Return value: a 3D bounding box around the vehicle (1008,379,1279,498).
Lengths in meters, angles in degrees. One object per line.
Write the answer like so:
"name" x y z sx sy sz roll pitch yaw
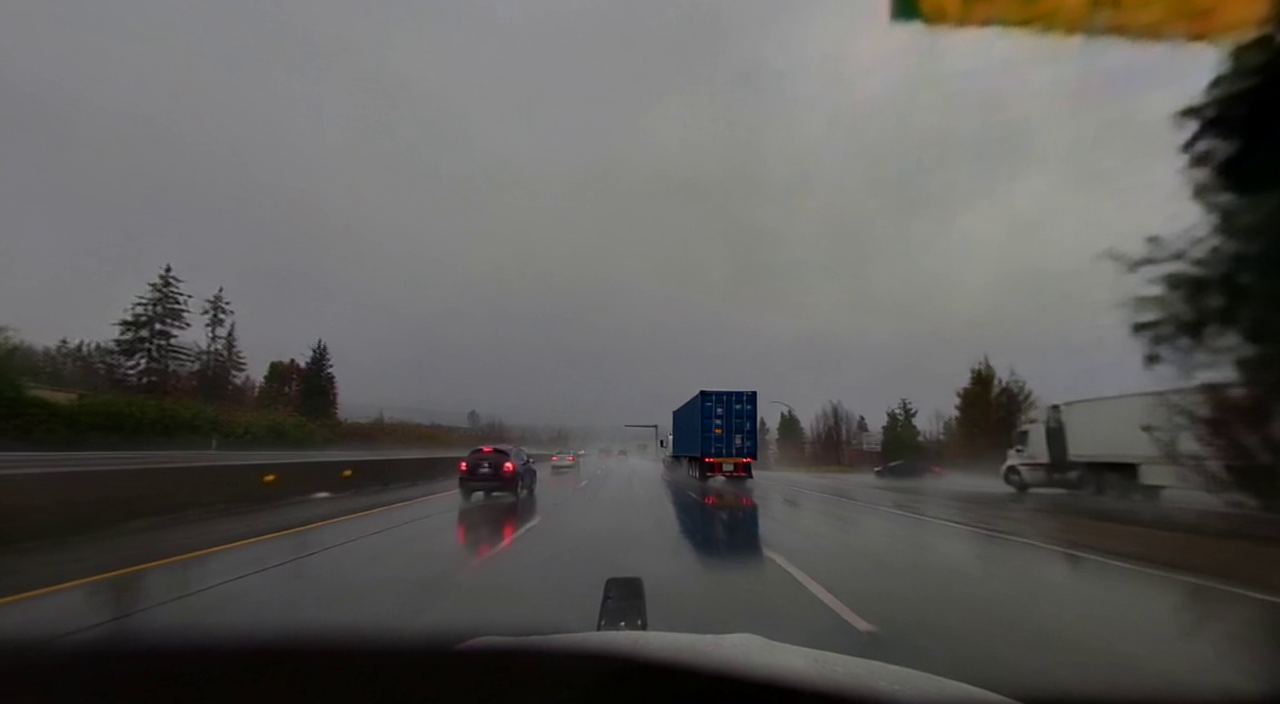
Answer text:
"vehicle" 23.997 3.657 26.167 3.081 4.331 17.117 3 -10 -17

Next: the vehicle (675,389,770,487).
"vehicle" 3.772 4.590 32.710 2.821 4.046 12.876 0 -9 -2

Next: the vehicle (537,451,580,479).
"vehicle" -4.698 6.559 36.803 2.063 1.532 3.763 0 -9 -1

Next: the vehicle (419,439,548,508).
"vehicle" -4.196 3.371 17.973 2.370 1.647 5.091 0 -9 0

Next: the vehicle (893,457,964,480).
"vehicle" 19.667 7.958 43.250 1.989 1.430 4.811 2 -9 -10
